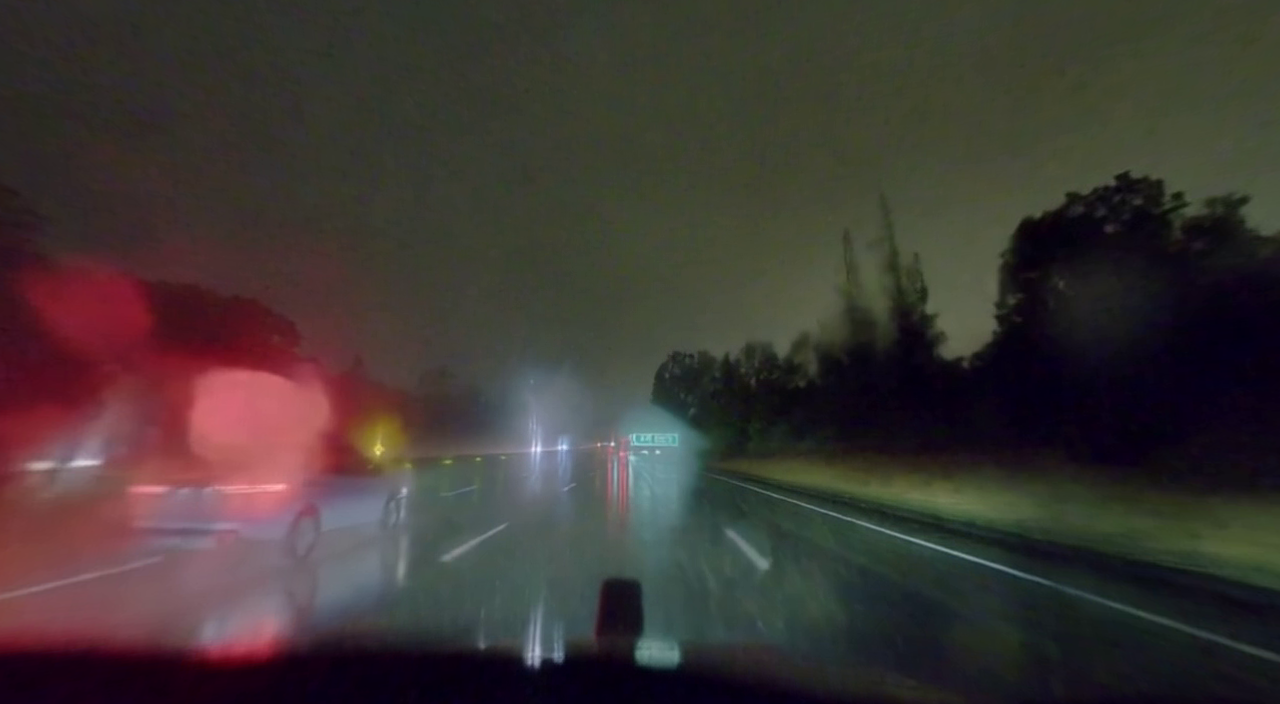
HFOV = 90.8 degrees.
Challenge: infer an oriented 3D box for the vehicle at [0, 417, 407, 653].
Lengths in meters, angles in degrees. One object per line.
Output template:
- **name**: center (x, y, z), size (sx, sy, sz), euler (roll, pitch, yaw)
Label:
- **vehicle**: center (-4.532, 1.616, 6.834), size (2.108, 1.573, 5.000), euler (0, -8, 0)
